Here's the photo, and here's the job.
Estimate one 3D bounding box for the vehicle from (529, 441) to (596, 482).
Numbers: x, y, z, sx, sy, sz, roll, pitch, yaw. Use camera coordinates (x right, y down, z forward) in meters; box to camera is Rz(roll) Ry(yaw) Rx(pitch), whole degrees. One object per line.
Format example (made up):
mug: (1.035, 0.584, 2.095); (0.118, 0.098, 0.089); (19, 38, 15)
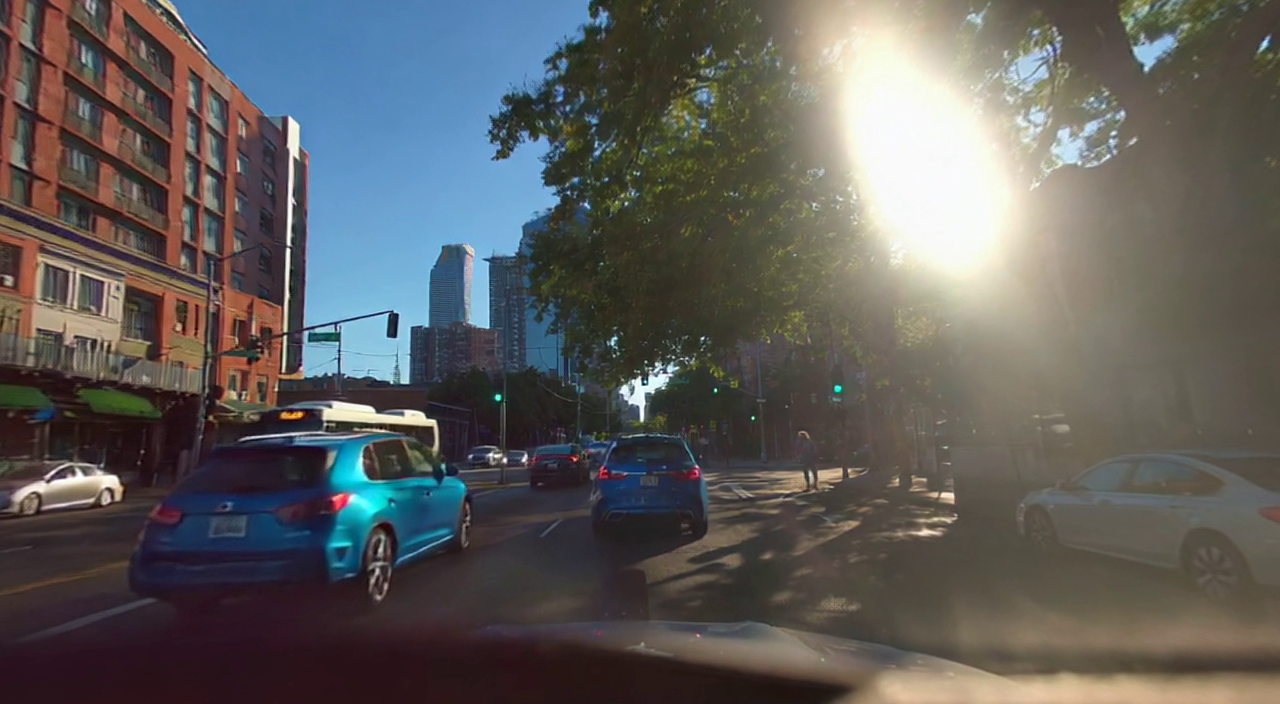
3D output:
vehicle: (-3.007, 4.359, 25.455); (2.131, 1.486, 4.089); (0, -9, 1)

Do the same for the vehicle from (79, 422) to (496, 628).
vehicle: (-3.109, 1.615, 6.953); (1.970, 1.492, 4.534); (0, -9, 0)

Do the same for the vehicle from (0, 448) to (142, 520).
vehicle: (-16.225, 3.459, 16.953); (1.914, 1.690, 4.461); (0, -9, 1)

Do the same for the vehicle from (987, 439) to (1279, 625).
vehicle: (5.997, 1.697, 6.820); (1.873, 1.453, 4.579); (0, -9, 0)

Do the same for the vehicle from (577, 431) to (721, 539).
vehicle: (0.095, 2.138, 10.670); (2.022, 1.481, 3.564); (0, -9, -1)

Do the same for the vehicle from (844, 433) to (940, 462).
vehicle: (16.466, 6.284, 41.427); (5.345, 1.811, 2.175); (0, -9, -1)
